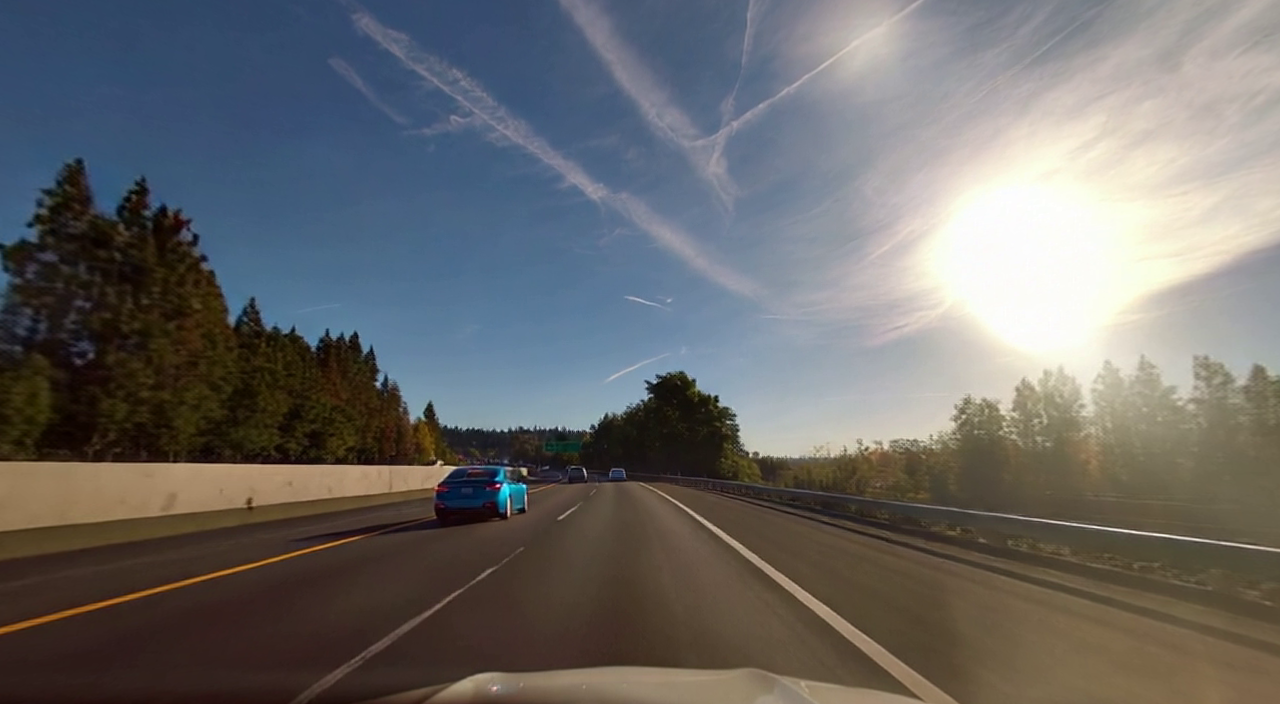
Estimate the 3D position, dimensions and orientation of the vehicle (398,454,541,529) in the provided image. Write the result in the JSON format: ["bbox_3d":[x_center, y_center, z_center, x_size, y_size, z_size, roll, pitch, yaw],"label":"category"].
[{"bbox_3d":[-4.096,3.502,16.223,2.328,1.559,5.041,1,-11,-1],"label":"vehicle"}]
